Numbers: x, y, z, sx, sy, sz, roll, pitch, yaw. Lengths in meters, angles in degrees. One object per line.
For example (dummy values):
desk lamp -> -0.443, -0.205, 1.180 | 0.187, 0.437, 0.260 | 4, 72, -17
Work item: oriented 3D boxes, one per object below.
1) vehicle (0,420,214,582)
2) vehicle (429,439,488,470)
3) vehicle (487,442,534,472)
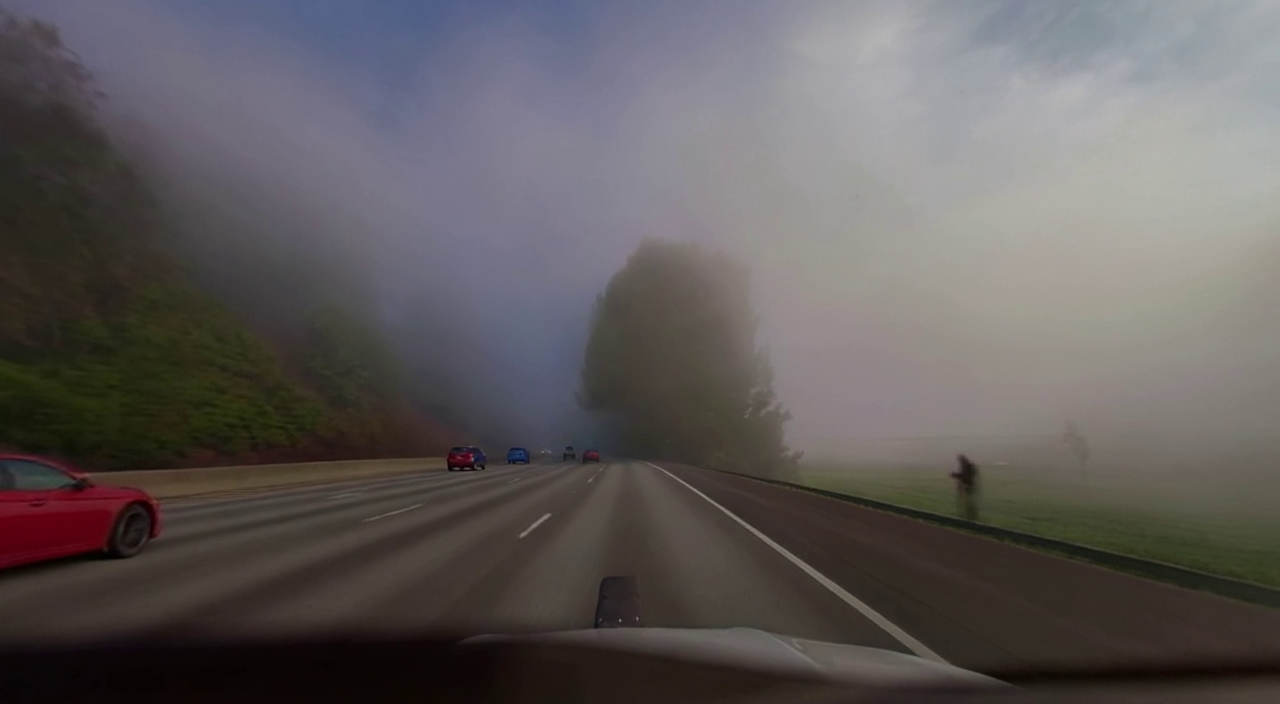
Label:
vehicle -> -7.450, 1.586, 6.939 | 2.133, 1.586, 4.869 | 0, -9, -1
vehicle -> -12.071, 6.834, 42.275 | 2.425, 1.926, 5.584 | 0, -9, -2
vehicle -> -7.827, 6.374, 38.402 | 2.060, 1.680, 4.255 | 0, -9, -2
